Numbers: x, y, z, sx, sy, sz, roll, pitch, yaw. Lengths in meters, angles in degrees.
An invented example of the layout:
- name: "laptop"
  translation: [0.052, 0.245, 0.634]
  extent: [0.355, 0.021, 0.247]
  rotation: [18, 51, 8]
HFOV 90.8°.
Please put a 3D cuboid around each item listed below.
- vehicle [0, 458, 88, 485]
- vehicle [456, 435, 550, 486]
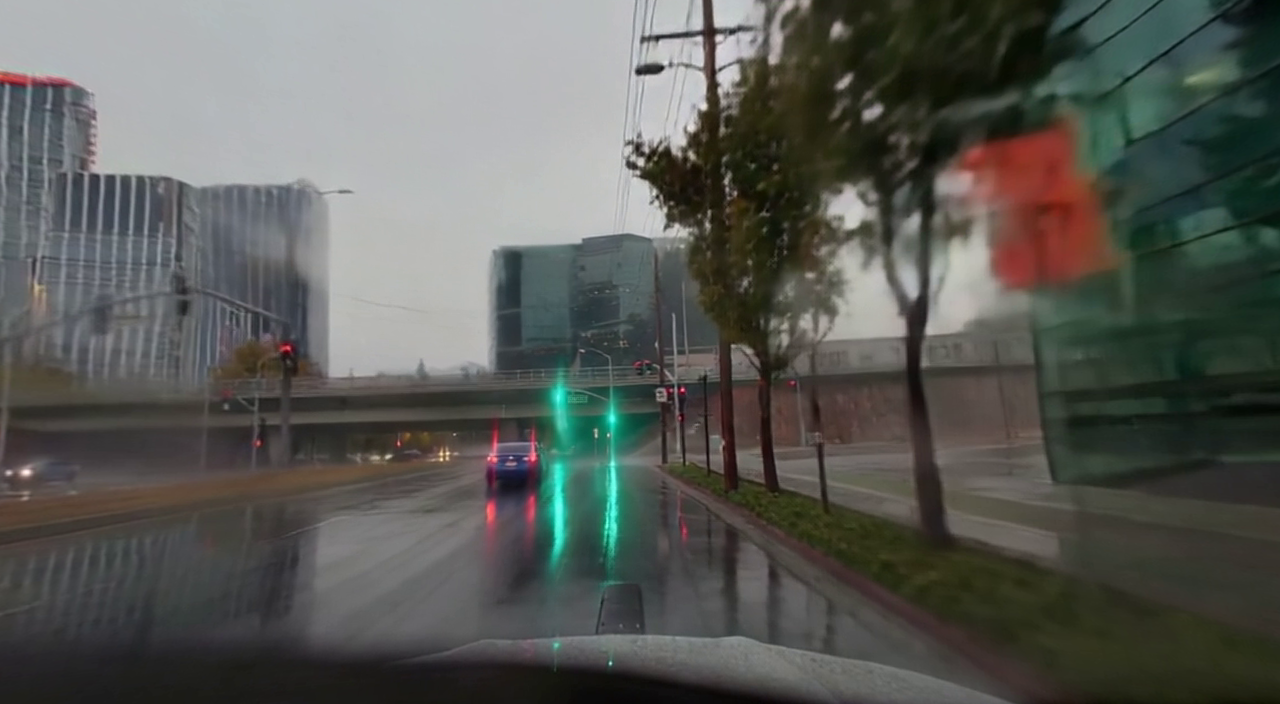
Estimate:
- name: "vehicle"
  translation: [-36.606, 7.159, 37.943]
  extent: [4.708, 1.466, 2.085]
  rotation: [1, -9, -8]
- name: "vehicle"
  translation: [-4.325, 3.507, 20.783]
  extent: [2.154, 1.465, 4.532]
  rotation: [0, -8, -1]
